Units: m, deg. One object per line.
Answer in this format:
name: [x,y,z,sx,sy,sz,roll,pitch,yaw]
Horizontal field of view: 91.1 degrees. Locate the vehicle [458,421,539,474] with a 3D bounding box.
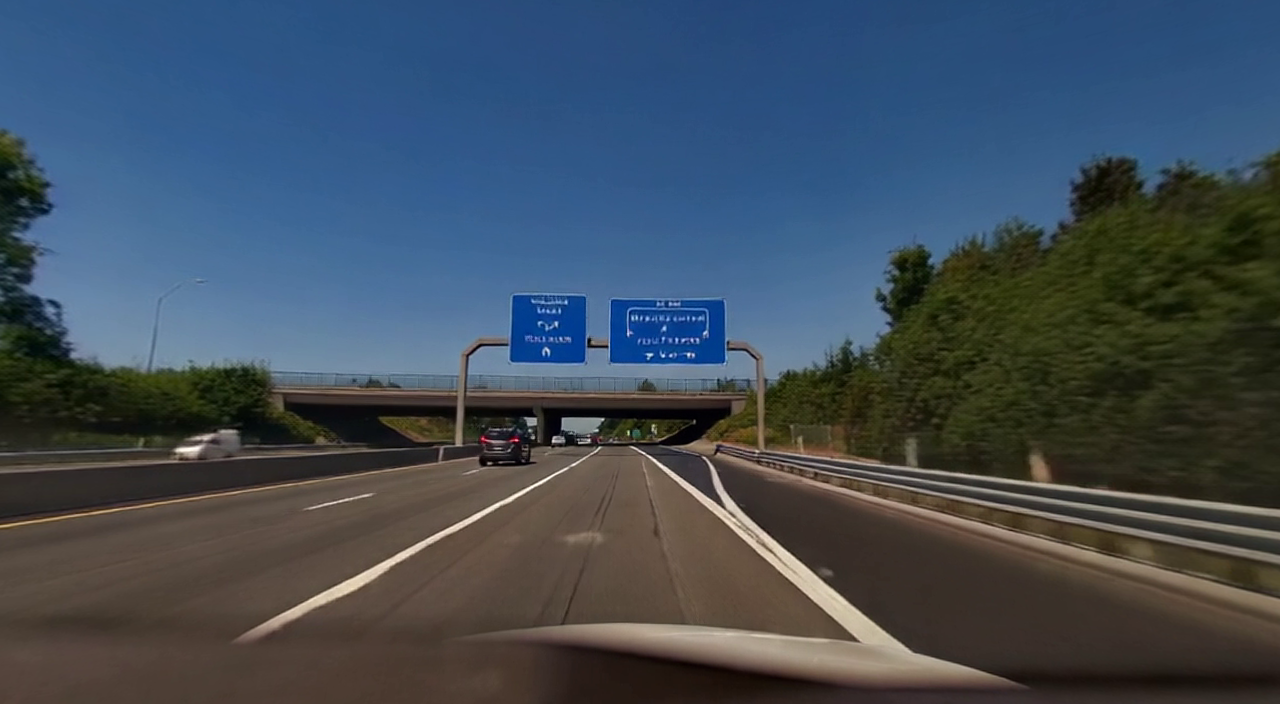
vehicle: [-4.955,3.397,22.591,2.007,1.727,4.040,0,-8,0]
